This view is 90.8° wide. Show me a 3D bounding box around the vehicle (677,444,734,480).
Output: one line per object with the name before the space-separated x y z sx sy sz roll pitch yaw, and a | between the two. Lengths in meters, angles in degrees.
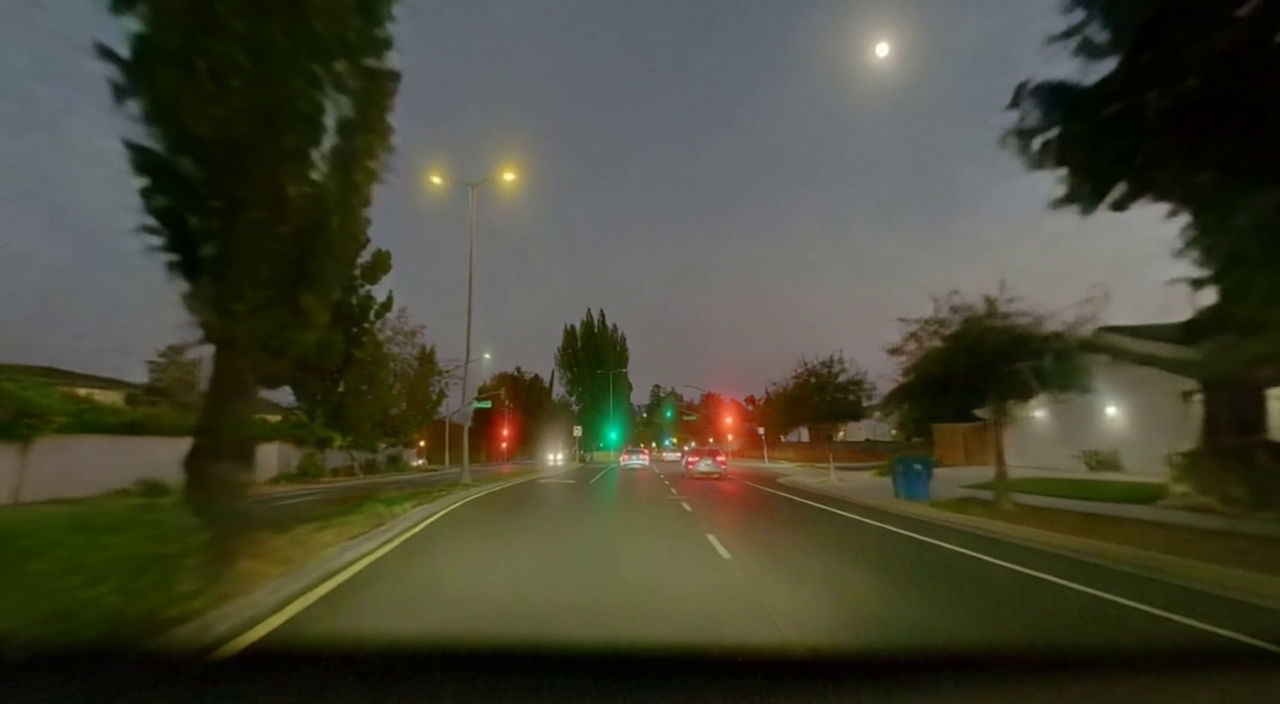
vehicle | 2.867 4.950 28.700 2.057 1.496 4.401 0 -8 -1

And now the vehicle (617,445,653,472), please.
vehicle | -0.273 6.266 37.429 2.018 1.511 3.993 0 -8 0
